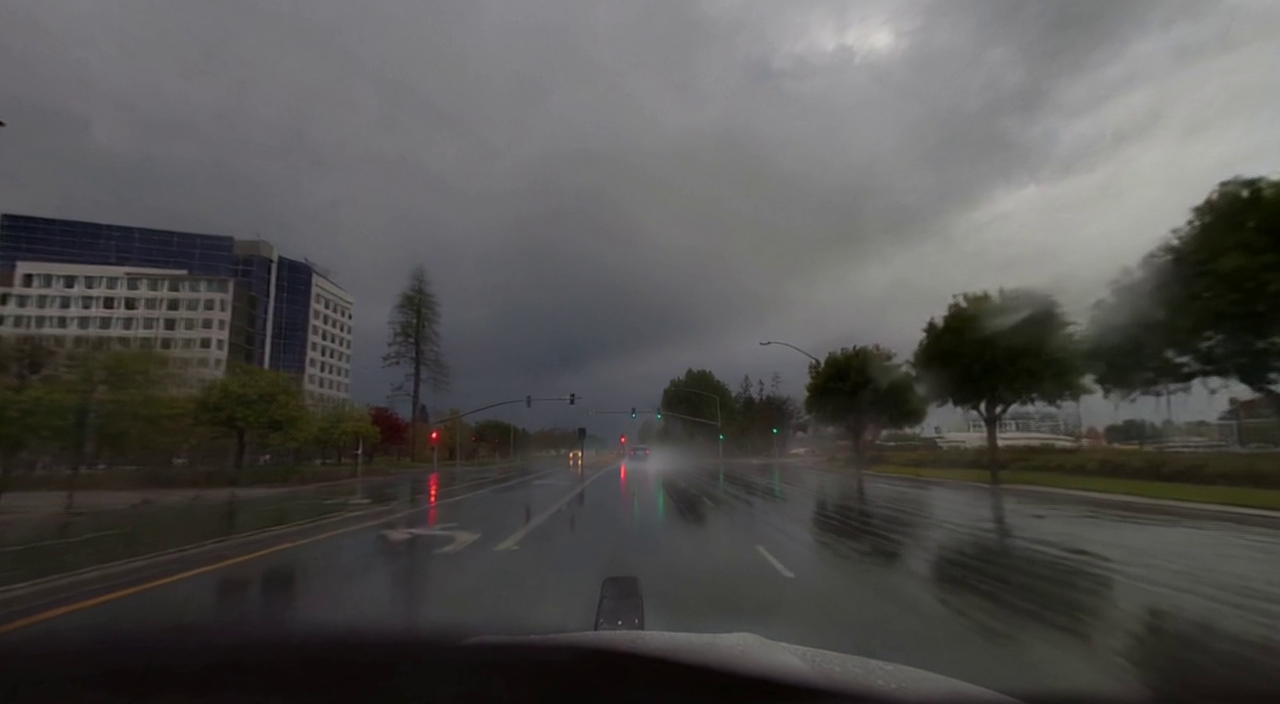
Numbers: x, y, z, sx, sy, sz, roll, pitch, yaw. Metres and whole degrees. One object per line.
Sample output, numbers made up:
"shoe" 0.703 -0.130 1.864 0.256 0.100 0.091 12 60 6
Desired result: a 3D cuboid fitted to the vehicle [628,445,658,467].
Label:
"vehicle" 0.244 7.392 45.100 2.064 1.477 3.968 0 -8 0
